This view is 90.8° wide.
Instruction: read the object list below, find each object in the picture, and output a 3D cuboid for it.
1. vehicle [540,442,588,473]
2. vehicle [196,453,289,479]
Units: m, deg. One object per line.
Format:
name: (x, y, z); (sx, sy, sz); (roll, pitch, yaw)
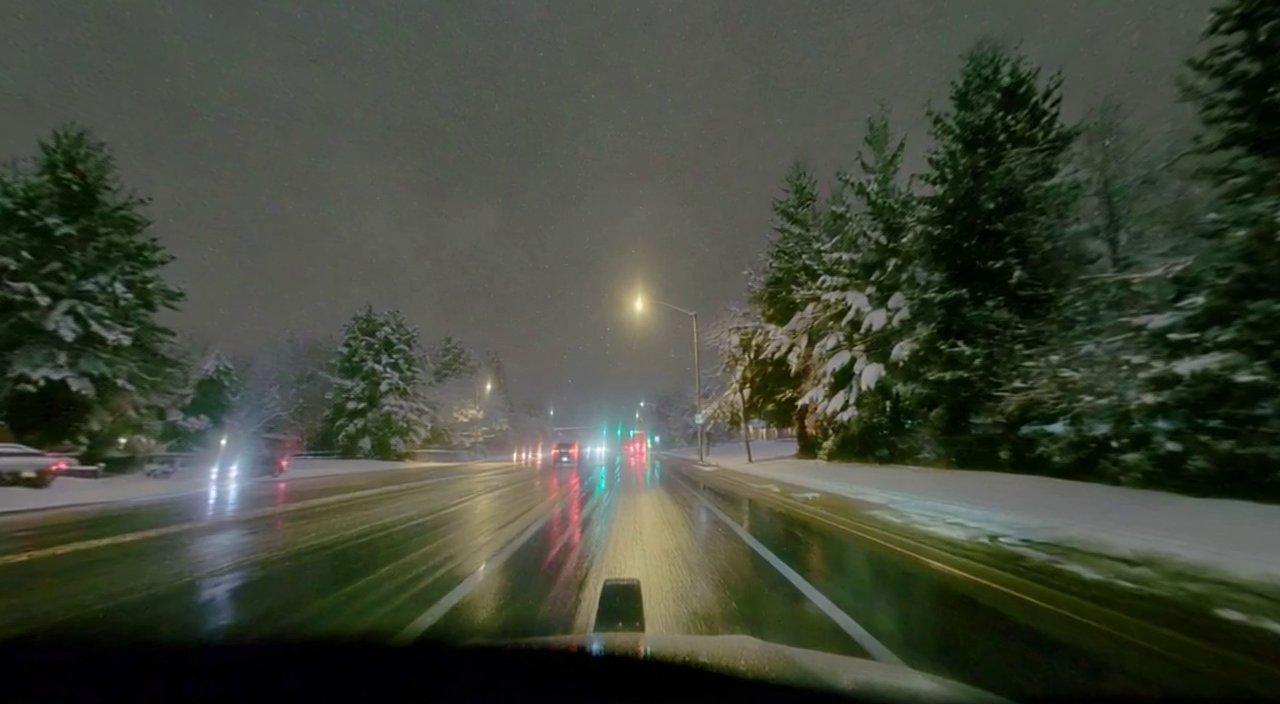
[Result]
vehicle: (-3.811, 5.388, 32.524); (1.992, 1.447, 4.044); (0, -8, 0)
vehicle: (-24.799, 7.111, 39.565); (4.454, 1.524, 1.859); (2, -8, -11)
